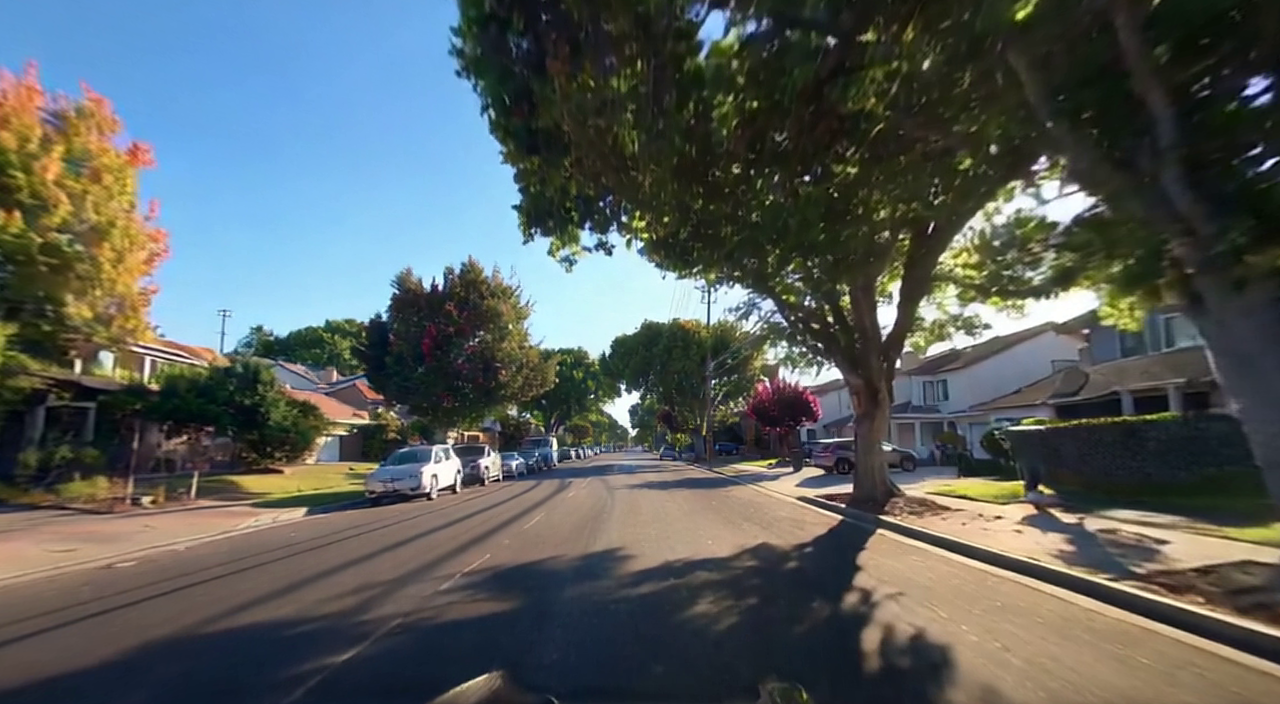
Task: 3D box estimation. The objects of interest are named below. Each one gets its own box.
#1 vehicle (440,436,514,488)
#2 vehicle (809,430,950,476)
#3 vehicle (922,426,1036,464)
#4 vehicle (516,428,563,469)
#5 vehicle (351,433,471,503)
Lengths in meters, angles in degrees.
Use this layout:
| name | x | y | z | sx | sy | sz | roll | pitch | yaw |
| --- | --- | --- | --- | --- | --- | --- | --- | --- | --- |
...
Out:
| name | x | y | z | sx | sy | sz | roll | pitch | yaw |
| --- | --- | --- | --- | --- | --- | --- | --- | --- | --- |
| vehicle | -6.525 | 4.476 | 25.845 | 1.941 | 1.832 | 4.666 | -1 | -10 | -1 |
| vehicle | 9.779 | 4.154 | 26.092 | 4.979 | 1.769 | 1.943 | 0 | -8 | -1 |
| vehicle | 19.054 | 5.279 | 35.694 | 5.215 | 1.910 | 2.031 | -1 | -10 | -3 |
| vehicle | -7.091 | 6.912 | 45.087 | 2.439 | 2.724 | 5.647 | 0 | -9 | 0 |
| vehicle | -6.727 | 3.459 | 19.173 | 1.922 | 1.801 | 4.516 | -1 | -9 | 1 |
